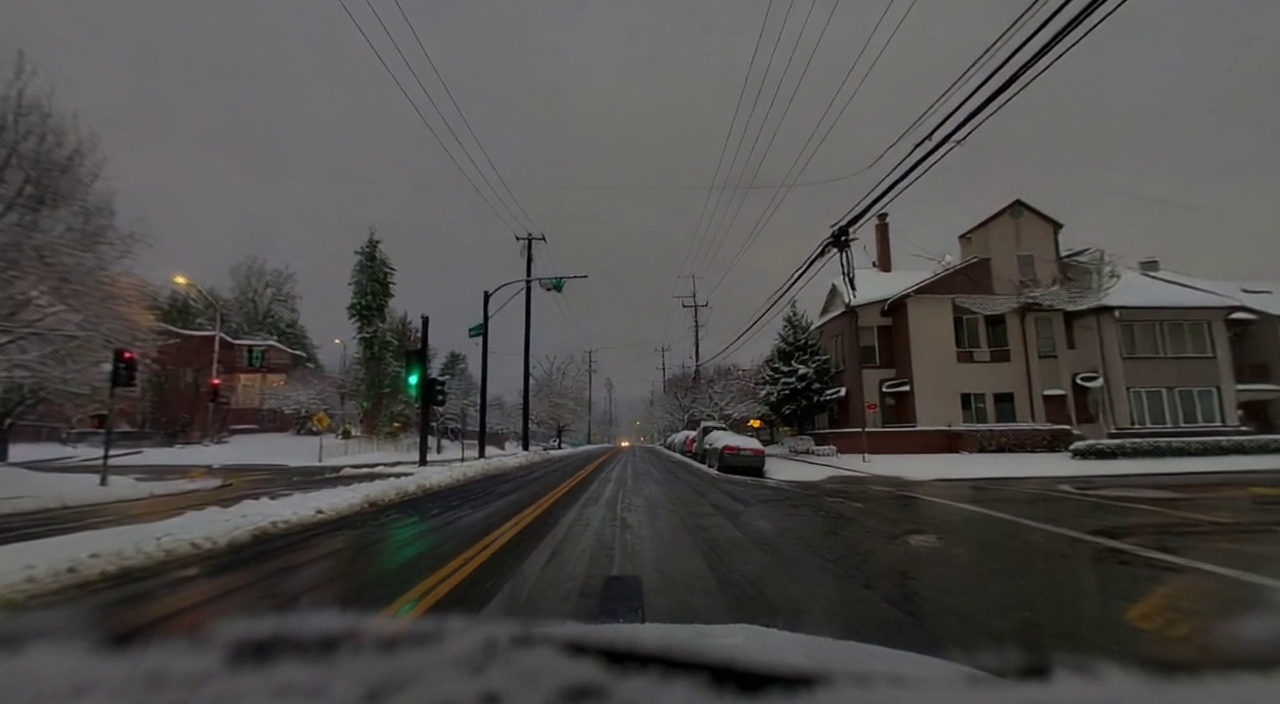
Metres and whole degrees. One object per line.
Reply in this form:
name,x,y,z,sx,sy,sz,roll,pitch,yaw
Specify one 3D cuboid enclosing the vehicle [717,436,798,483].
vehicle,3.873,3.638,21.660,1.785,1.441,4.458,0,-8,-2
